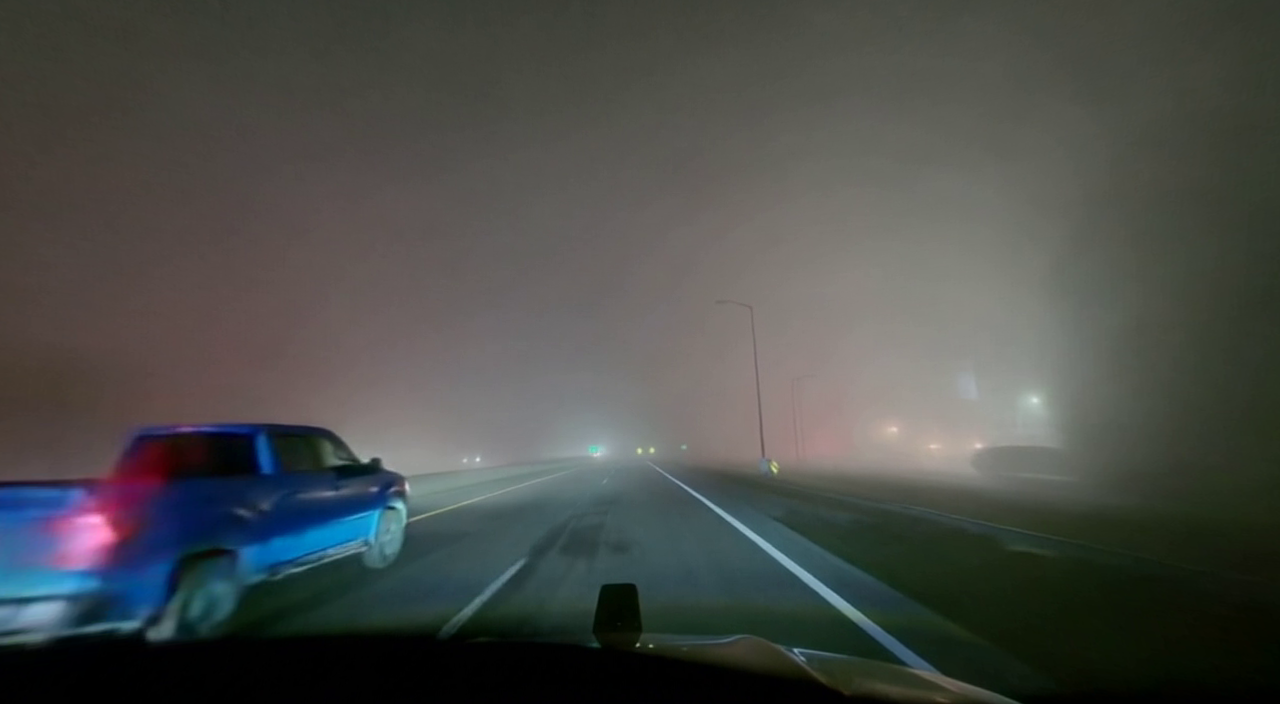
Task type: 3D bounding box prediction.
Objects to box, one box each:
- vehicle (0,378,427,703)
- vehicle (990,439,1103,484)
[{"bbox_3d":[-3.641,1.329,5.254,2.152,1.717,4.423,0,-9,0],"label":"vehicle"},{"bbox_3d":[15.611,4.212,24.402,1.834,1.555,3.751,0,-9,-1],"label":"vehicle"}]
